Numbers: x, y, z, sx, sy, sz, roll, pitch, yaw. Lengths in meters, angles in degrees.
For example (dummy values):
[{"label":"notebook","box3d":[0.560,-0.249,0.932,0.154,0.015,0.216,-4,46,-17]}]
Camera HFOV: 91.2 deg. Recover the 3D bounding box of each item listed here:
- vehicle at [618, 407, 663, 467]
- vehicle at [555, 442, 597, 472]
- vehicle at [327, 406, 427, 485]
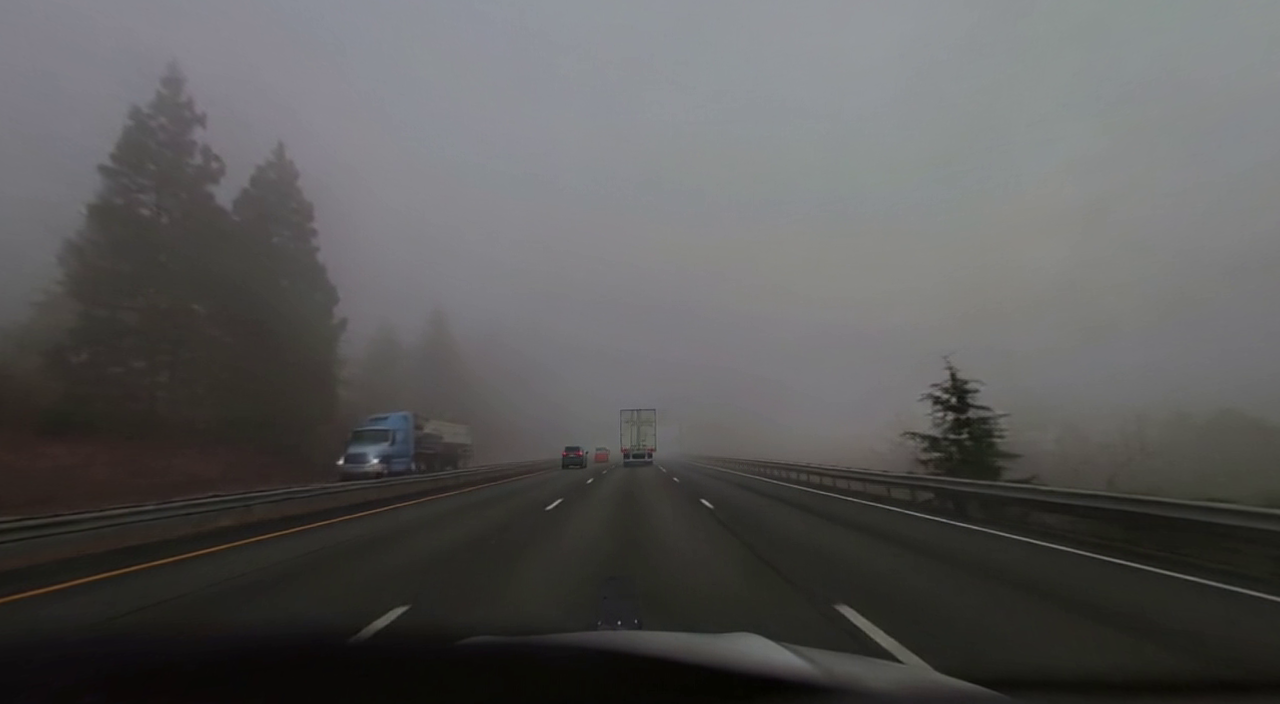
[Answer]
[{"label":"vehicle","box3d":[-0.069,6.673,48.391,3.100,4.091,10.664,0,-9,-1]},{"label":"vehicle","box3d":[-3.716,6.220,37.202,2.112,1.645,4.129,0,-9,-1]},{"label":"vehicle","box3d":[-14.976,5.458,36.321,2.966,4.134,6.321,0,-9,0]}]
